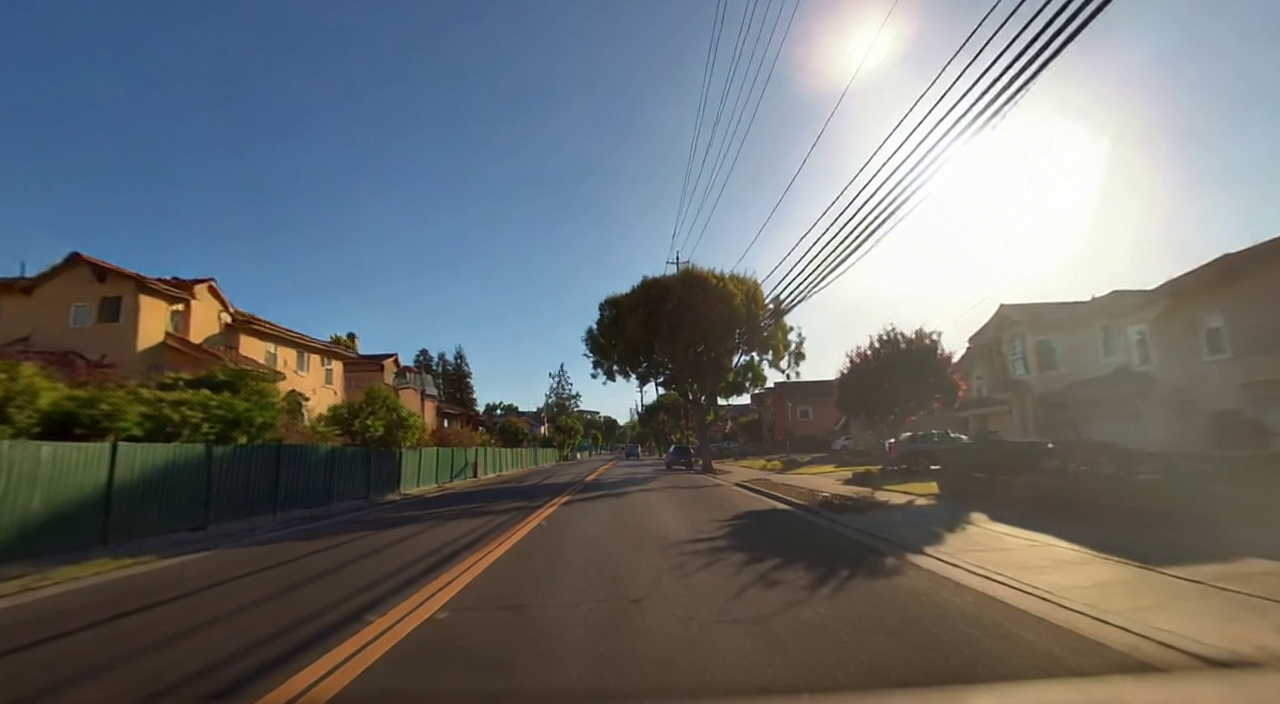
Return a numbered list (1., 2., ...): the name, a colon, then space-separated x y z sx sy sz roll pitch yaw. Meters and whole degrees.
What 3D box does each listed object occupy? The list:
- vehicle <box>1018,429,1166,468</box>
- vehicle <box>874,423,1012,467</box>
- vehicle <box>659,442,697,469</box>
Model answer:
1. vehicle: 18.788 4.032 26.464 4.558 1.554 1.990 -1 -9 4
2. vehicle: 12.596 3.905 26.553 4.701 1.745 2.083 -1 -9 2
3. vehicle: 2.521 6.996 43.045 2.108 1.710 4.499 0 -9 -2
